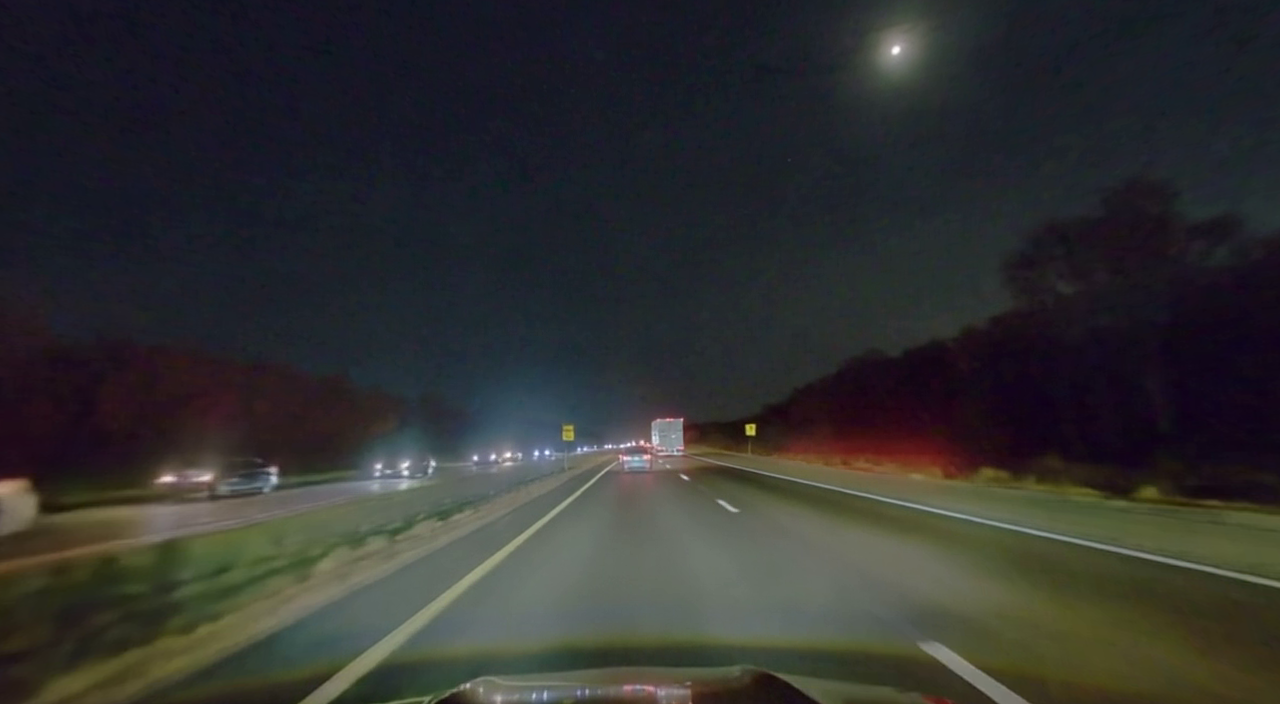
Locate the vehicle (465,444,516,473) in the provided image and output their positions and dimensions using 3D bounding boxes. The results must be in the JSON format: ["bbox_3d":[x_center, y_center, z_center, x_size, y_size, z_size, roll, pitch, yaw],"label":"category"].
[{"bbox_3d":[-8.486,6.091,35.887,1.911,1.535,4.238,0,-9,0],"label":"vehicle"}]

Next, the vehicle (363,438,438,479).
[{"bbox_3d":[-12.720,5.688,33.667,2.119,1.974,4.823,0,-9,-1],"label":"vehicle"}]

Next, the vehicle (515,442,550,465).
[{"bbox_3d":[-8.375,7.966,49.084,1.981,1.681,4.398,0,-9,0],"label":"vehicle"}]

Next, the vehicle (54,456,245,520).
[{"bbox_3d":[-12.945,3.566,16.950,1.882,1.432,4.042,0,-9,0],"label":"vehicle"}]

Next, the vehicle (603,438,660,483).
[{"bbox_3d":[-0.325,4.051,23.710,1.971,1.518,4.108,0,-9,-1],"label":"vehicle"}]
